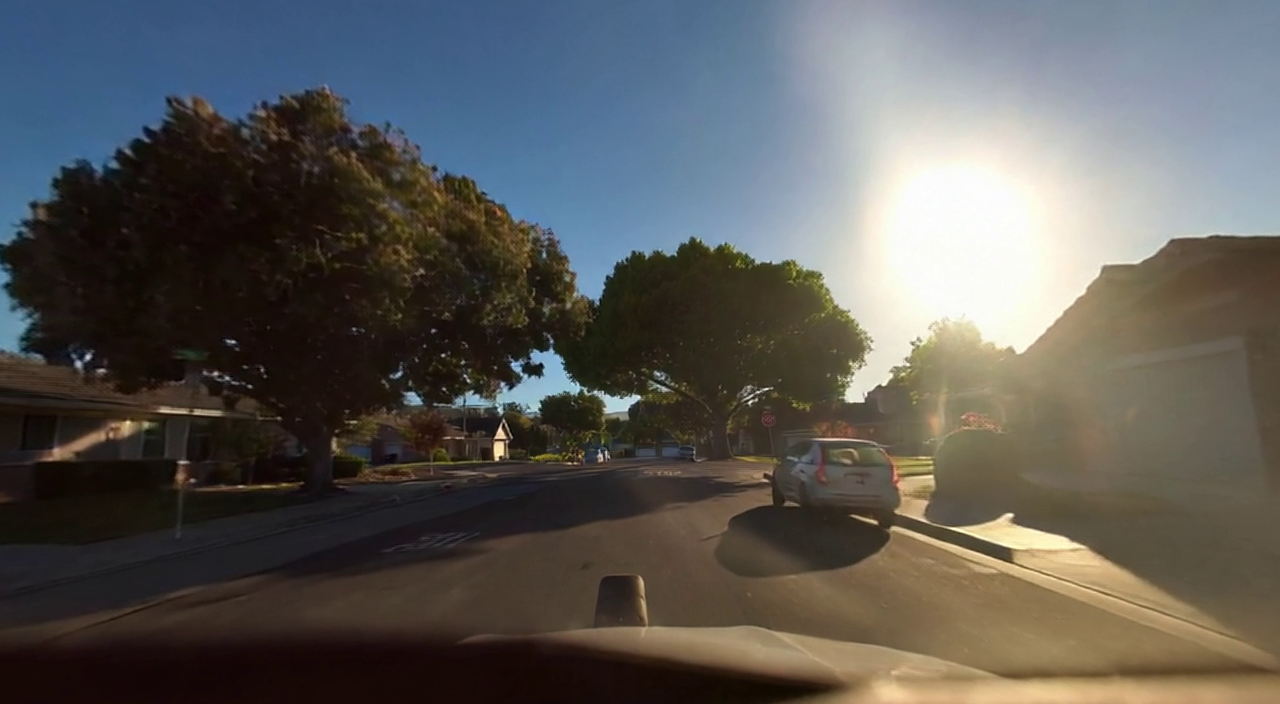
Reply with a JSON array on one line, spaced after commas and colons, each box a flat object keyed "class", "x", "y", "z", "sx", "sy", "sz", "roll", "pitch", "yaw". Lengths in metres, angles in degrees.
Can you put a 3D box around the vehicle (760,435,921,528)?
[{"class": "vehicle", "x": 3.726, "y": 2.468, "z": 12.583, "sx": 1.975, "sy": 1.528, "sz": 4.000, "roll": 0, "pitch": -9, "yaw": 2}]
